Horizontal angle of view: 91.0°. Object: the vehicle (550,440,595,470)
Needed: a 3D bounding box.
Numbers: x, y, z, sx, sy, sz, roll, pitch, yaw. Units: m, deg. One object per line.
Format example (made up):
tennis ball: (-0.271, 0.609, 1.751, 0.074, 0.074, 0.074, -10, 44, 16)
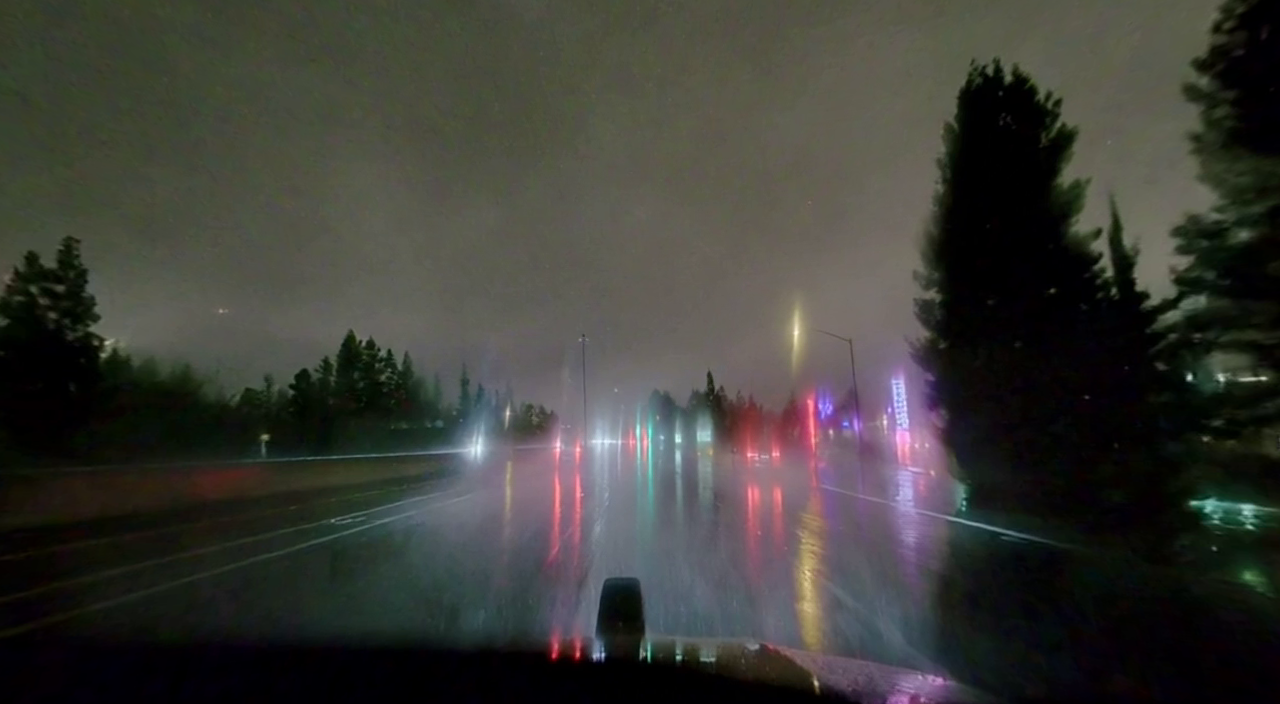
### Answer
vehicle: (-3.727, 5.763, 35.358, 2.015, 1.557, 4.229, 0, -9, 1)
